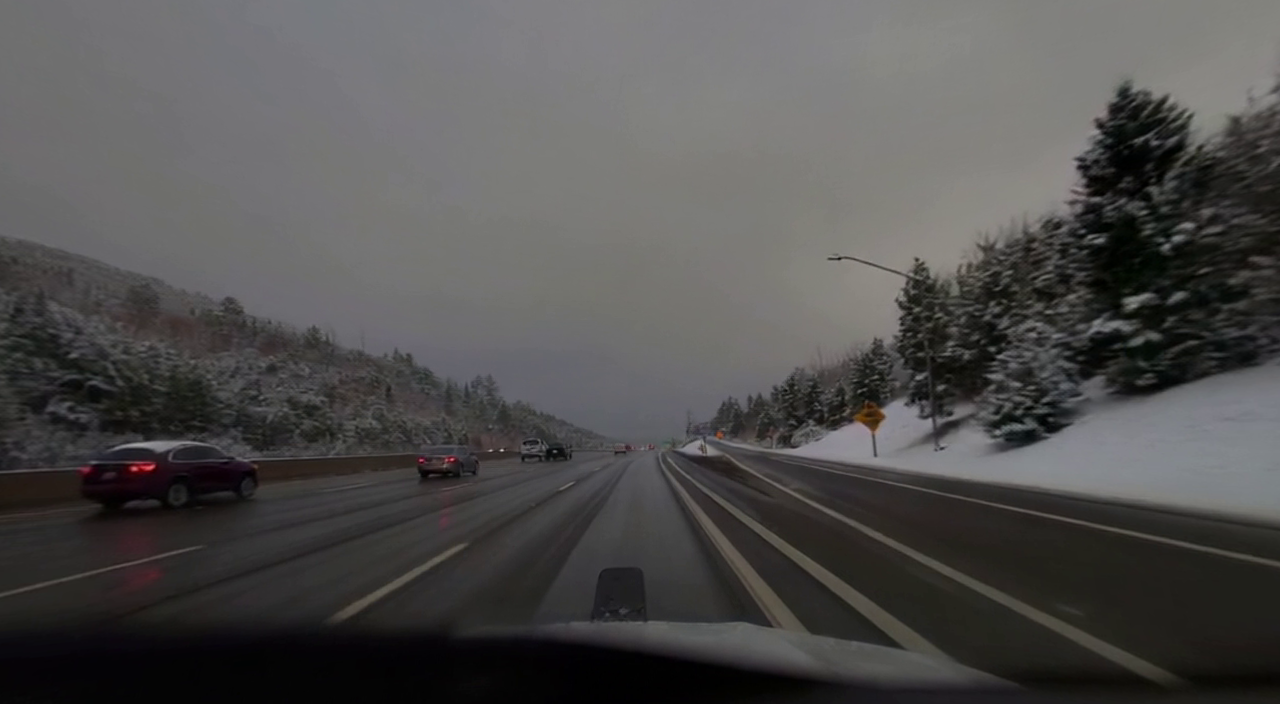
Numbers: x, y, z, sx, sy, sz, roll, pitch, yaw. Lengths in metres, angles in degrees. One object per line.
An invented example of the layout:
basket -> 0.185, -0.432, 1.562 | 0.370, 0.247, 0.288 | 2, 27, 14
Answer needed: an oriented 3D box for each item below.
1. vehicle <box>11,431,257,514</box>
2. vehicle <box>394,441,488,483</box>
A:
vehicle -> -11.650, 2.786, 15.100 | 2.020, 1.645, 4.629 | 0, -9, 0
vehicle -> -7.544, 4.209, 24.432 | 2.107, 1.484, 4.449 | 0, -9, 1
